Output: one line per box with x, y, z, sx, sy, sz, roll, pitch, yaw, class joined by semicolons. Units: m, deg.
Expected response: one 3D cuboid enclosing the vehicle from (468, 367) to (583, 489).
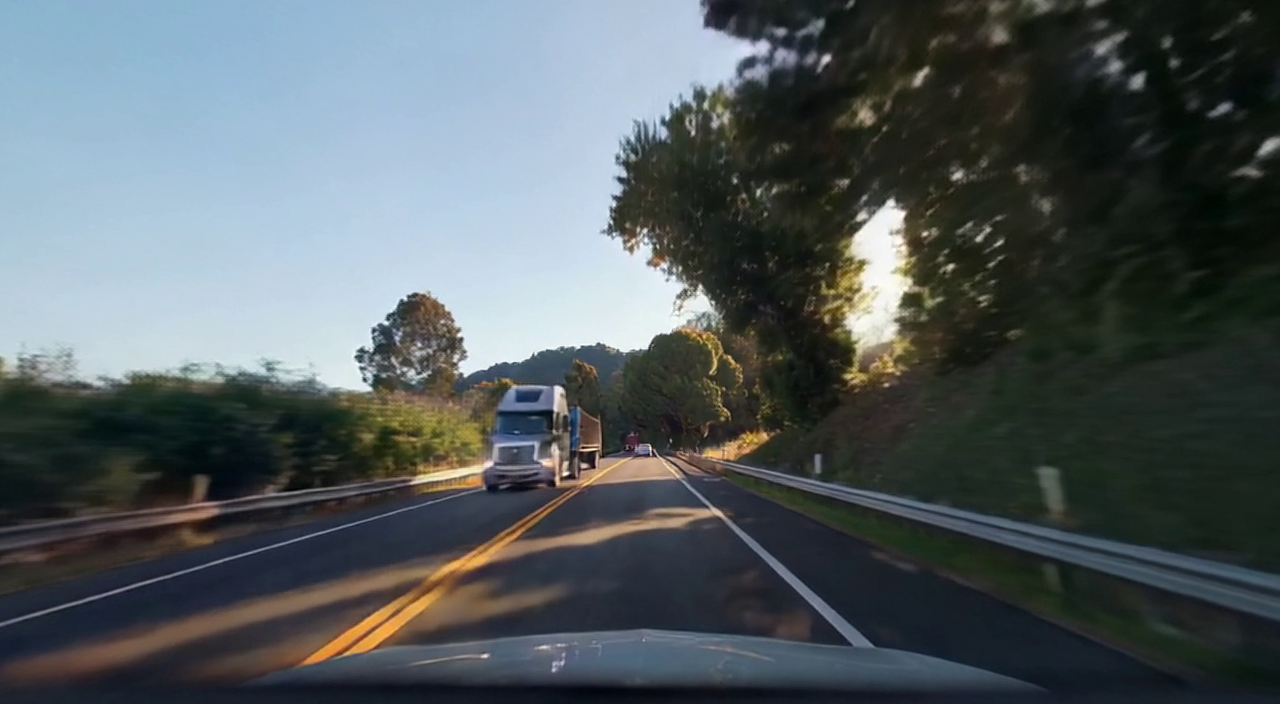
-3.919;2.895;23.219;3.025;3.821;6.232;-1;-9;0;vehicle
